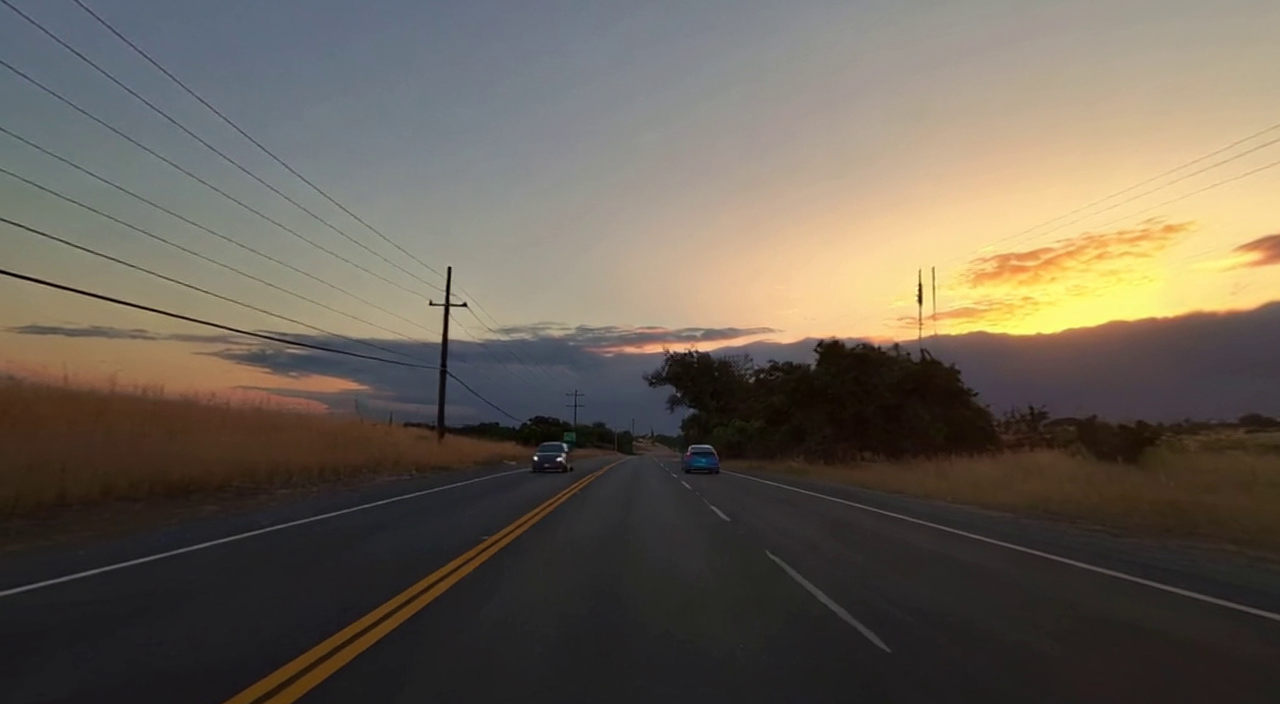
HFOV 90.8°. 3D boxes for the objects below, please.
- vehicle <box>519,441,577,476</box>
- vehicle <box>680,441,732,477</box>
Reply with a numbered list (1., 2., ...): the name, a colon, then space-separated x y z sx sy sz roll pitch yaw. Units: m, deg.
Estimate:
1. vehicle: -4.224 4.971 29.630 2.022 1.506 4.438 0 -9 0
2. vehicle: 3.273 5.393 32.091 2.135 1.692 4.185 0 -9 -1
